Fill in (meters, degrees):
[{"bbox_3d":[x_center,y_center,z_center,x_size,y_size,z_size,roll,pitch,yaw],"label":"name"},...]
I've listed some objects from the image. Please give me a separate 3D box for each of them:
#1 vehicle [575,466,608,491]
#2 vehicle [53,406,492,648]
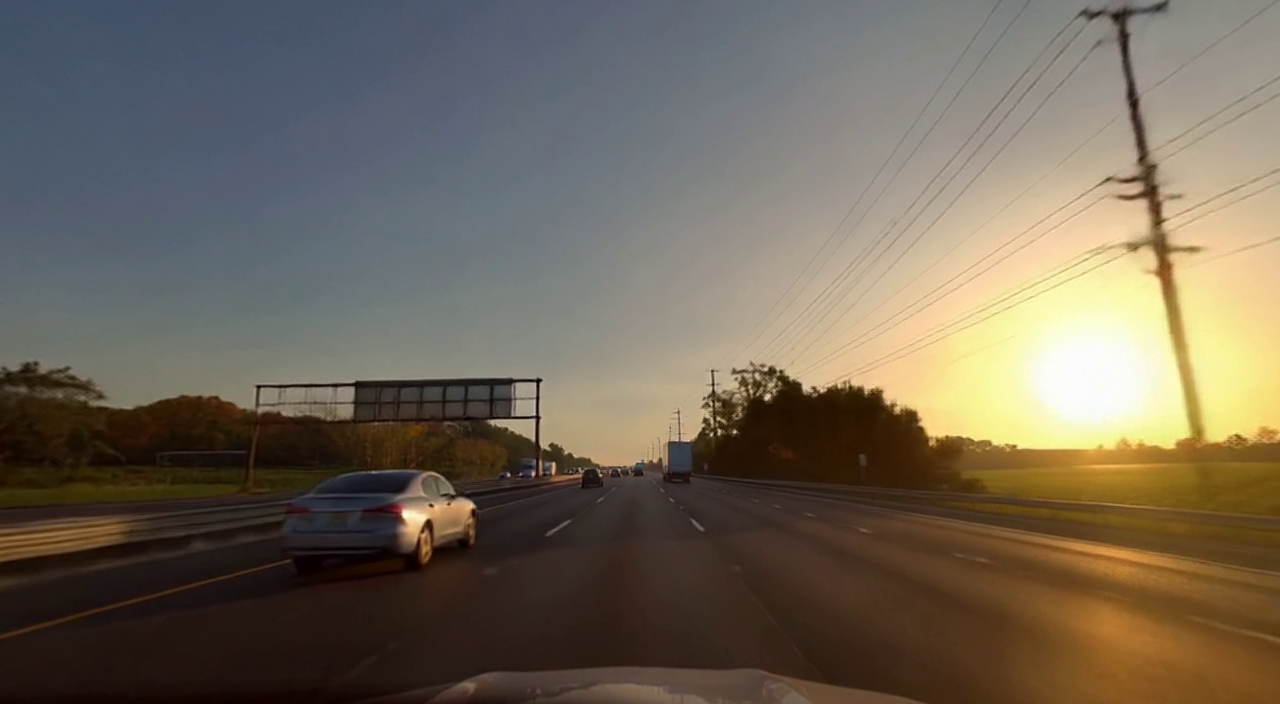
[{"bbox_3d":[-3.289,8.683,43.390,1.942,1.597,3.943,1,-11,0],"label":"vehicle"},{"bbox_3d":[-3.193,1.684,6.872,2.065,1.722,4.441,1,-11,0],"label":"vehicle"}]
